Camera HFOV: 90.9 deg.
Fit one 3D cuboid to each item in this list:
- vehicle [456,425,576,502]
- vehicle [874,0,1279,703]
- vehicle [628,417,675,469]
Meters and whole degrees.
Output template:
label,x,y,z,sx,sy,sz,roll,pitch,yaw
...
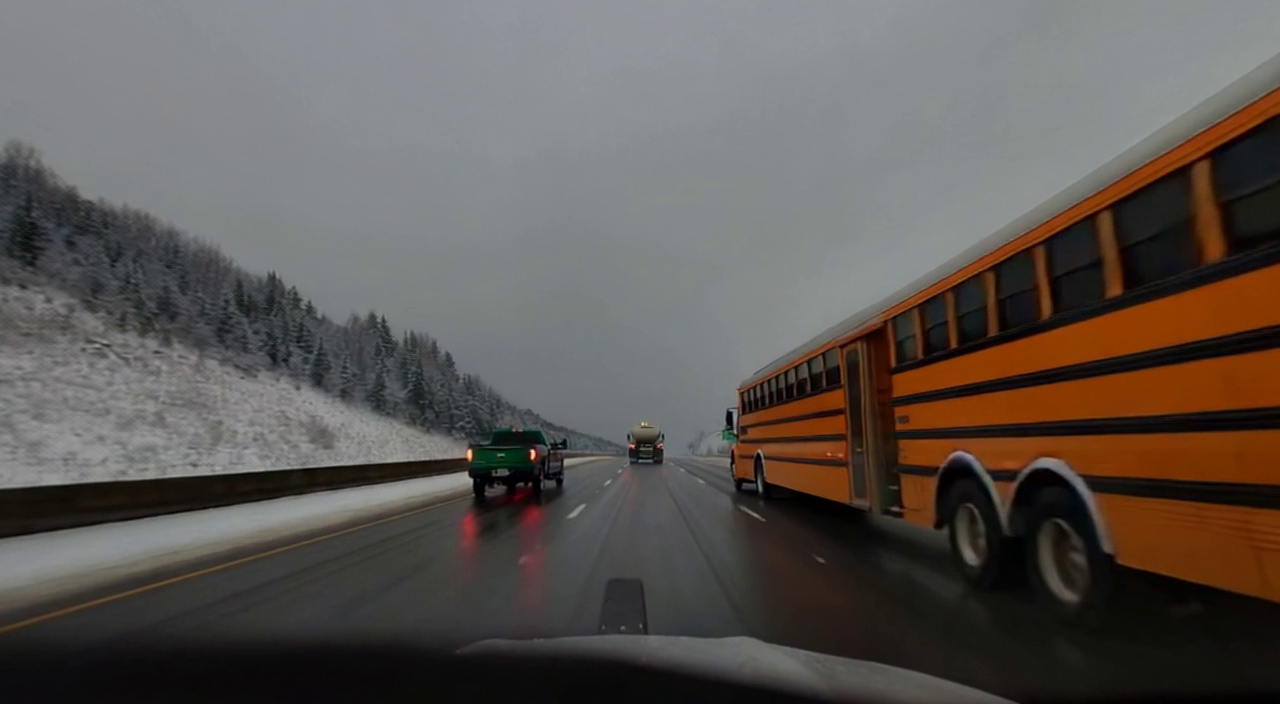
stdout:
label,x,y,z,sx,sy,sz,roll,pitch,yaw
vehicle,-3.416,3.230,18.806,2.241,1.927,5.833,0,-8,1
vehicle,4.395,0.147,4.577,2.716,3.705,7.018,0,-8,1
vehicle,0.711,6.566,45.478,2.948,3.265,10.569,0,-8,0
